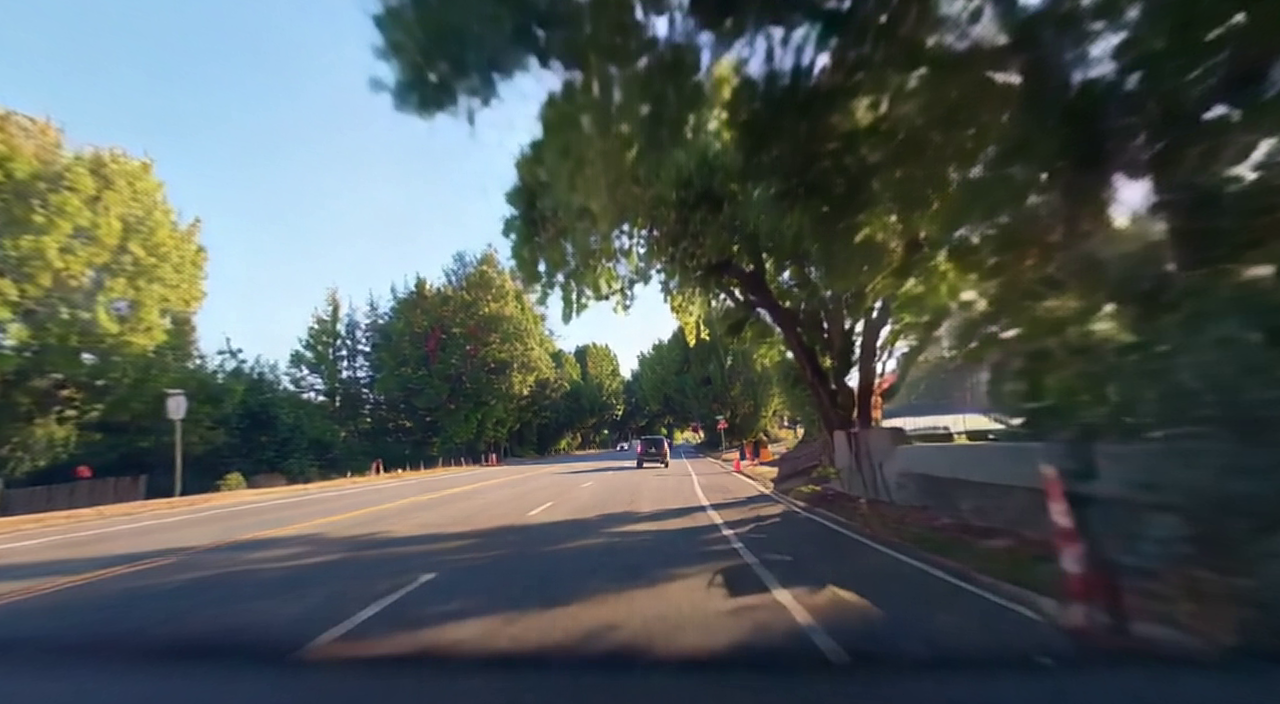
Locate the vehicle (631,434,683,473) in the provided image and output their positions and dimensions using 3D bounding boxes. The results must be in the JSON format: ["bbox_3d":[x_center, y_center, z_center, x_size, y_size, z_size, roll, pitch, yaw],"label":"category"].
[{"bbox_3d":[0.853,4.848,30.370,2.294,1.708,4.110,-1,-8,3],"label":"vehicle"}]
